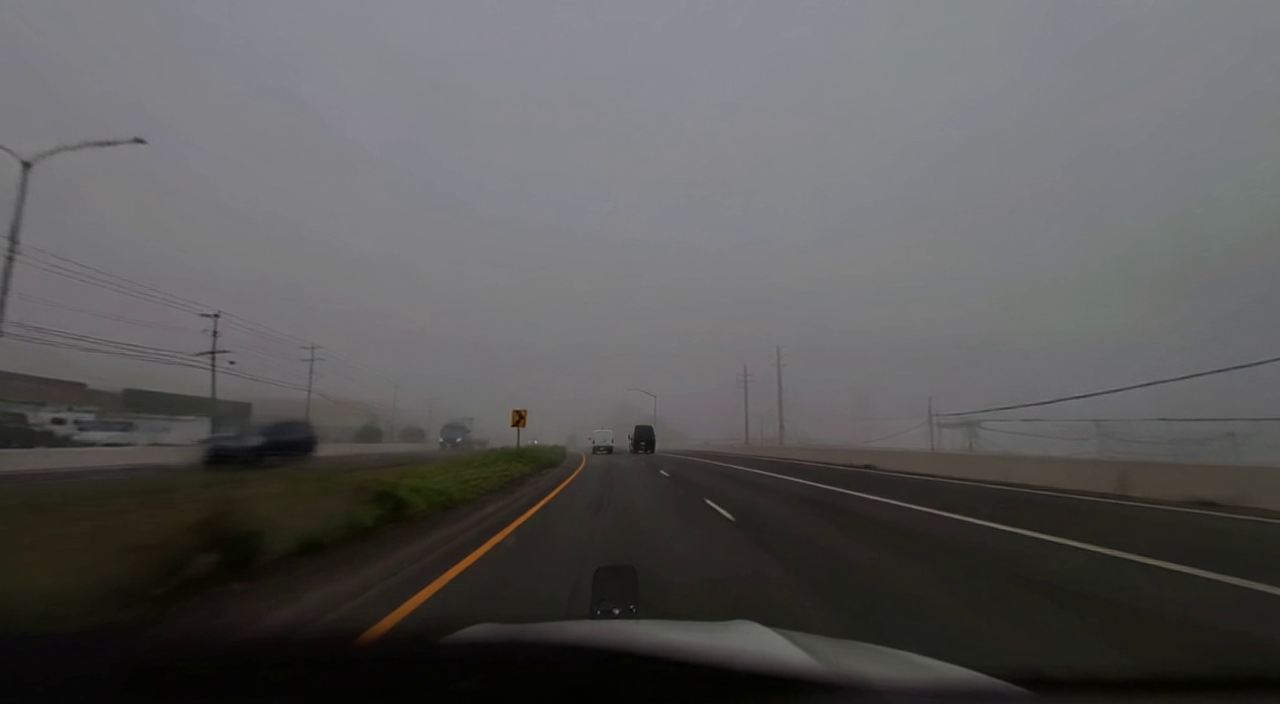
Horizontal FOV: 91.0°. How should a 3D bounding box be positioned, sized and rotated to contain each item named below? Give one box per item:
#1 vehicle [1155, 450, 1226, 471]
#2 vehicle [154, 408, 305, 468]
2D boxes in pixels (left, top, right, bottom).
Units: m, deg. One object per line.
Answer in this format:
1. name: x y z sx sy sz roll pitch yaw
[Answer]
1. vehicle: 40.707 8.005 46.629 1.717 1.441 3.573 1 -8 -9
2. vehicle: -11.974 2.562 18.755 1.854 1.548 4.141 0 -8 -3
